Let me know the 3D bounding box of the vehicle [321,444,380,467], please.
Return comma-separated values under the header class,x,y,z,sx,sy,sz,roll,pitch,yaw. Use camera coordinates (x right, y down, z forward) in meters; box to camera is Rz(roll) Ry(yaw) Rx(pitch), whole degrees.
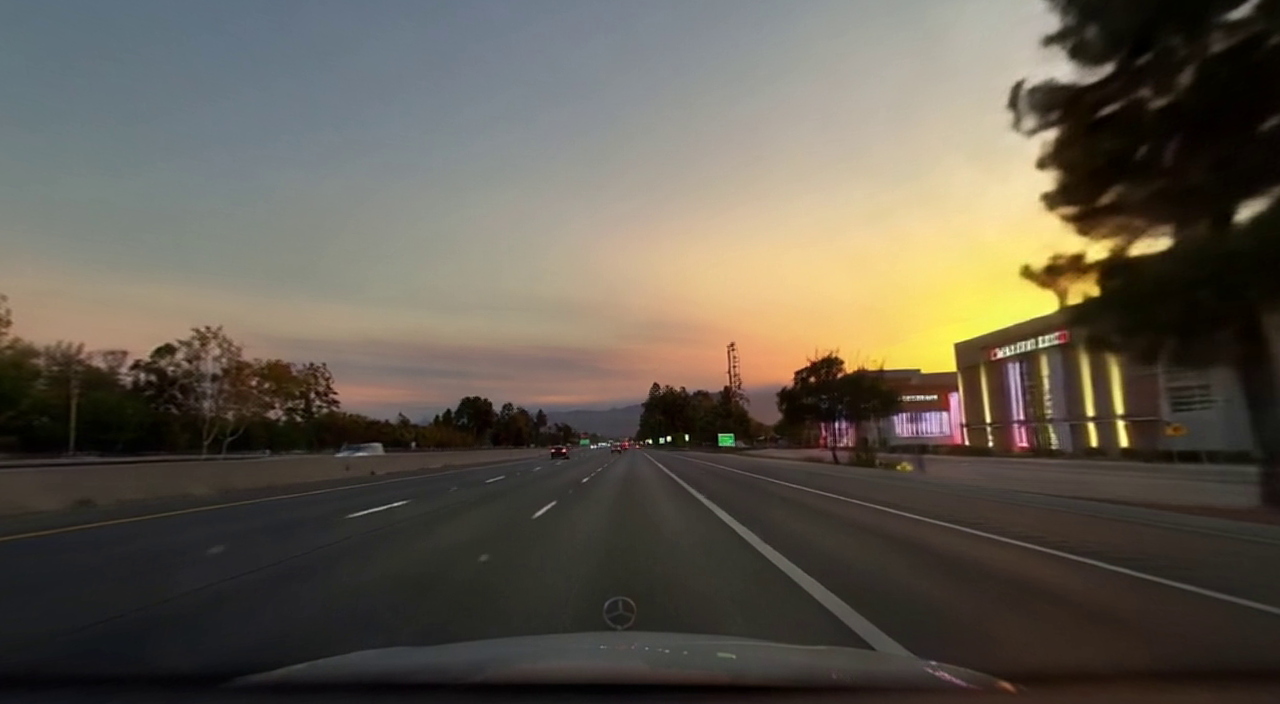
class,x,y,z,sx,sy,sz,roll,pitch,yaw
vehicle,-22.762,8.144,49.931,2.067,1.638,5.404,0,-9,0
